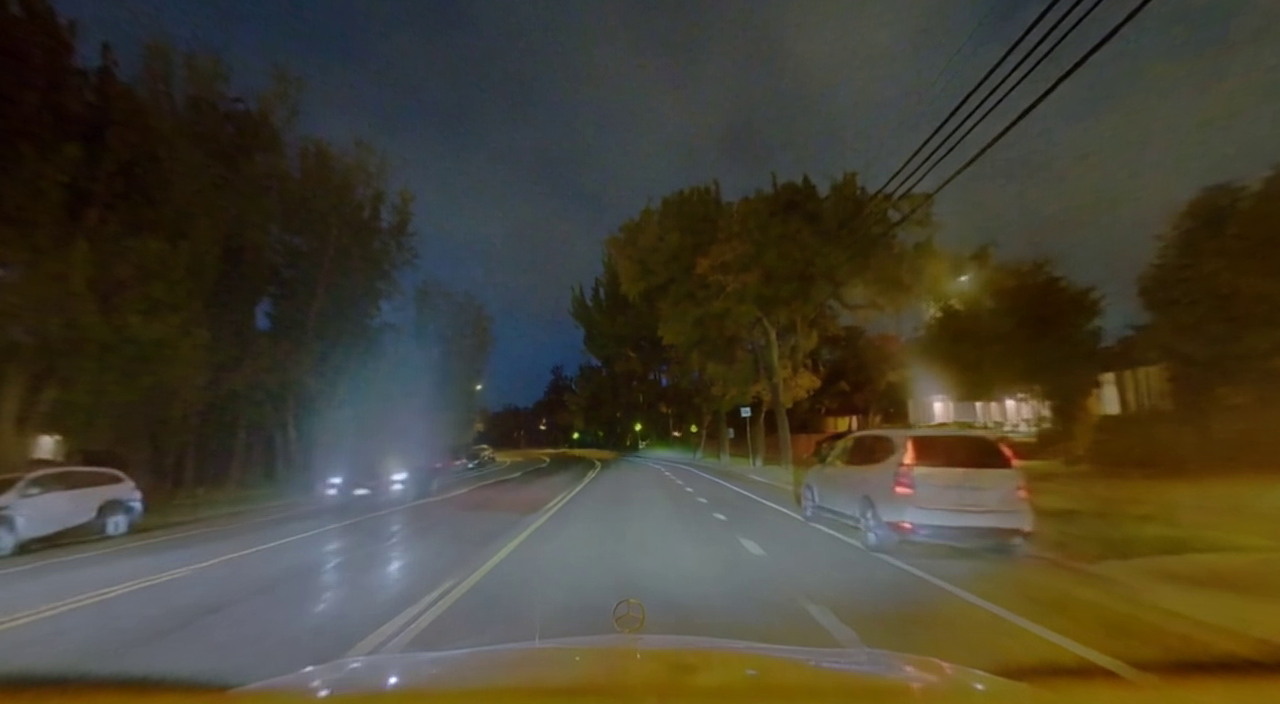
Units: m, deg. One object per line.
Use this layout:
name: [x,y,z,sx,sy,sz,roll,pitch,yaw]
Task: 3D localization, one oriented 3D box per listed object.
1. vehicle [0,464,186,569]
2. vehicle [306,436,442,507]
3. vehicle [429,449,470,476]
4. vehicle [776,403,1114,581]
vehicle: [-11.058,2.898,11.599,1.958,1.493,4.671,0,-8,0]
vehicle: [-7.276,3.278,17.877,2.090,1.724,4.270,1,-8,-2]
vehicle: [-12.031,7.002,40.147,1.750,1.471,3.960,2,-7,-6]
vehicle: [3.705,1.817,9.259,2.176,1.793,5.534,0,-8,0]
